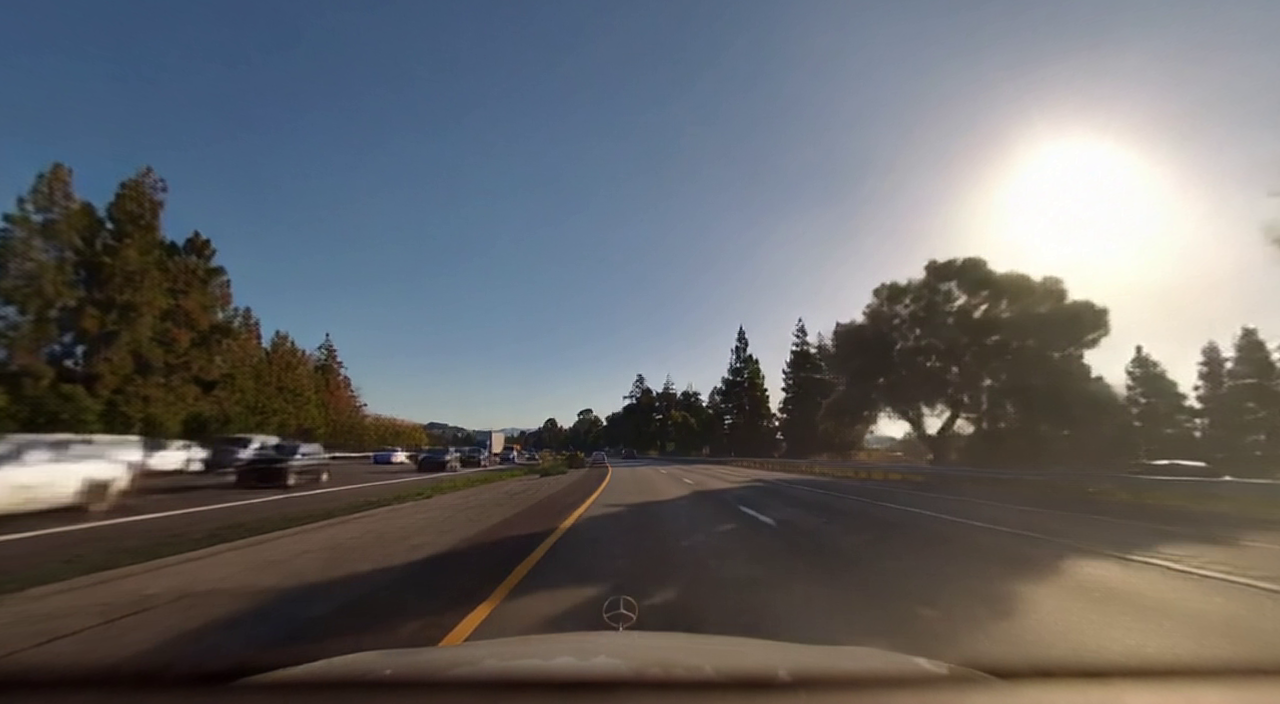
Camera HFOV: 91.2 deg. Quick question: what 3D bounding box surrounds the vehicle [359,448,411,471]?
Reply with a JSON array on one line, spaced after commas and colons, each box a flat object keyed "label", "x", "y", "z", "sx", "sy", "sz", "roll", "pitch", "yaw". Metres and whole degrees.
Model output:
[{"label": "vehicle", "x": -17.450, "y": 7.368, "z": 43.151, "sx": 1.872, "sy": 1.472, "sz": 4.677, "roll": 0, "pitch": -9, "yaw": -4}]

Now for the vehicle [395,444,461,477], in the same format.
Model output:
[{"label": "vehicle", "x": -10.775, "y": 5.546, "z": 32.281, "sx": 1.946, "sy": 1.519, "sz": 4.791, "roll": 0, "pitch": -9, "yaw": -3}]

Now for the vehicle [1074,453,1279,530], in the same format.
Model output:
[{"label": "vehicle", "x": 13.345, "y": 3.281, "z": 15.412, "sx": 1.941, "sy": 1.536, "sz": 4.585, "roll": 0, "pitch": -9, "yaw": -1}]

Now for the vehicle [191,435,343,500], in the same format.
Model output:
[{"label": "vehicle", "x": -9.803, "y": 3.055, "z": 16.872, "sx": 1.832, "sy": 1.507, "sz": 3.859, "roll": 0, "pitch": -9, "yaw": -3}]

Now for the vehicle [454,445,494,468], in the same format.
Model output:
[{"label": "vehicle", "x": -11.852, "y": 7.468, "z": 44.884, "sx": 1.924, "sy": 1.579, "sz": 4.165, "roll": 0, "pitch": -9, "yaw": -3}]
